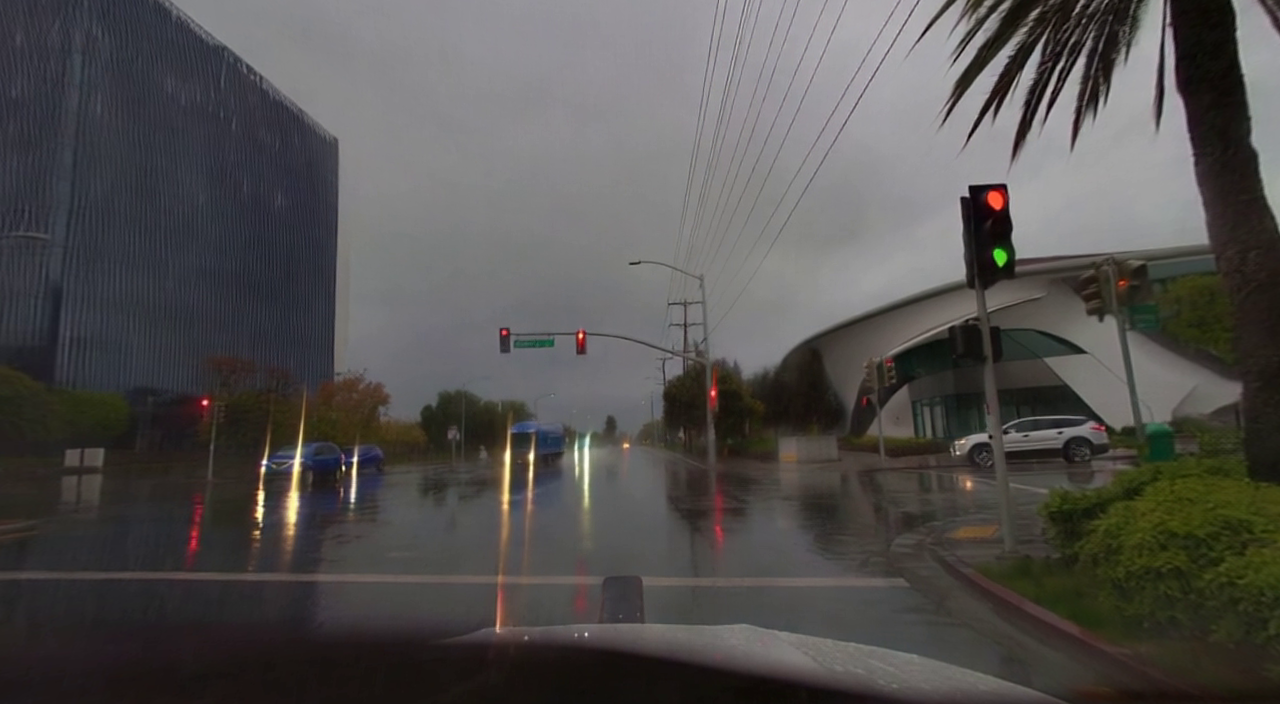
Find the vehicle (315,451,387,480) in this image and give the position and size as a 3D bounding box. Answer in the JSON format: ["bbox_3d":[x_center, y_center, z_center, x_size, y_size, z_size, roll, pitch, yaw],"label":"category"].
[{"bbox_3d":[-15.344,6.023,33.684,1.875,1.389,3.784,0,-9,3],"label":"vehicle"}]

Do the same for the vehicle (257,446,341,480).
[{"bbox_3d":[-19.062,6.208,35.501,2.017,1.739,4.569,0,-9,2],"label":"vehicle"}]
